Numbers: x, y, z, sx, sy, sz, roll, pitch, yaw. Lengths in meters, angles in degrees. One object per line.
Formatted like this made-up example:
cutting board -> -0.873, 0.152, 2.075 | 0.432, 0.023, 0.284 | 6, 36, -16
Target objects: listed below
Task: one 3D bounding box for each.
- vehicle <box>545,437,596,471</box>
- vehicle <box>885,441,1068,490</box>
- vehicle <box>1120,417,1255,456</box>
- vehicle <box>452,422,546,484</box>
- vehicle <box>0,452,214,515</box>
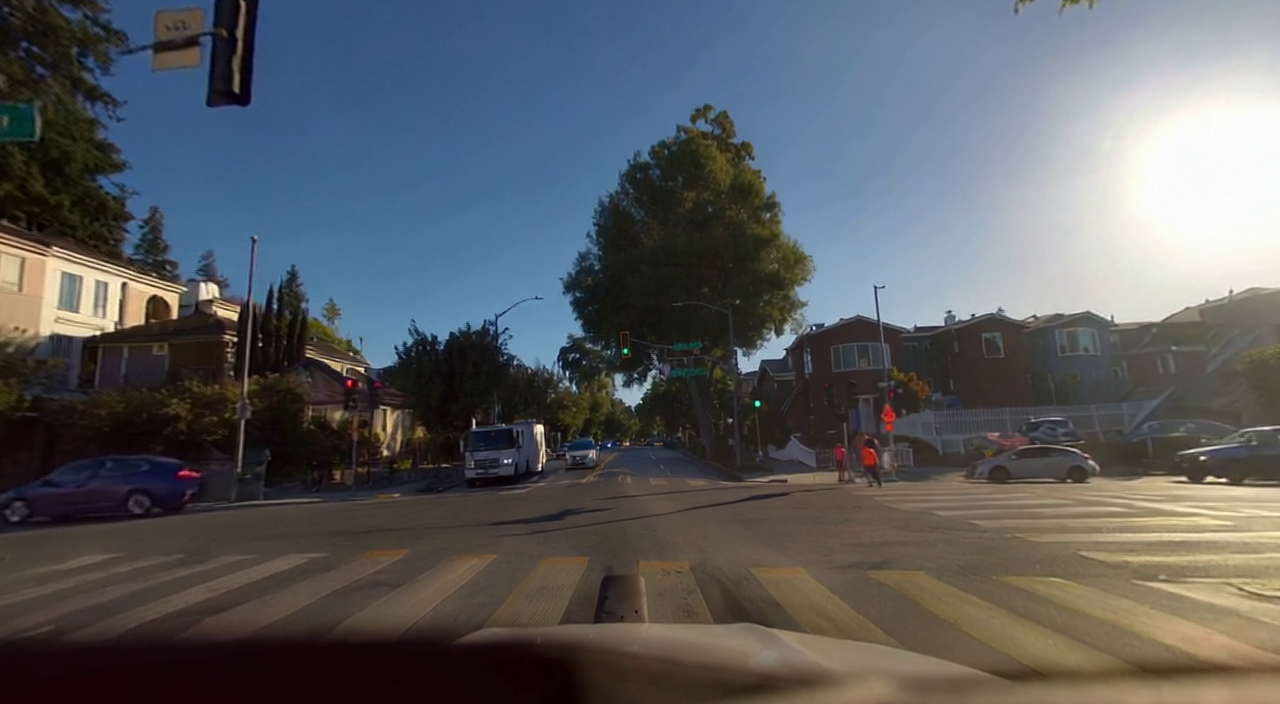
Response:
vehicle -> -3.715, 5.589, 34.619 | 2.302, 1.708, 4.764 | 0, -9, -1
vehicle -> 11.236, 3.795, 21.447 | 5.158, 1.470, 2.012 | -4, -10, 26
vehicle -> 33.275, 5.162, 38.521 | 5.969, 2.225, 2.458 | 0, -9, -4
vehicle -> -6.479, 4.801, 30.248 | 2.896, 2.560, 7.322 | 0, -9, -1
vehicle -> -14.590, 3.530, 17.218 | 4.497, 1.579, 1.952 | 0, -9, -1
